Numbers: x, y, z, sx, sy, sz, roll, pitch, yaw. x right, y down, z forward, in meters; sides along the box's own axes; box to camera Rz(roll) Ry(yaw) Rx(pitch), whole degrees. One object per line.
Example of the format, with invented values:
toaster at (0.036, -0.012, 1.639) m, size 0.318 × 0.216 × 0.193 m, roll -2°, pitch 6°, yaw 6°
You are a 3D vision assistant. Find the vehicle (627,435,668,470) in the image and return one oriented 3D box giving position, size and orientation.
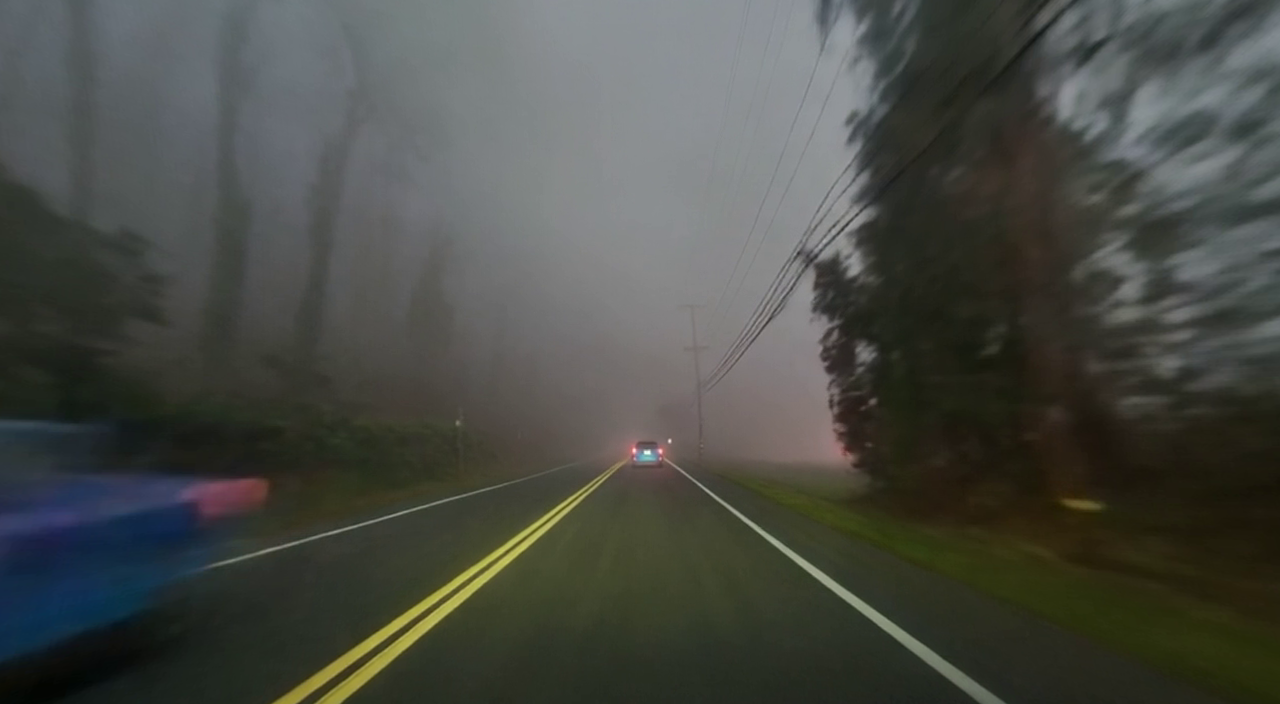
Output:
vehicle at (0.462, 6.385, 40.100) m, size 2.468 × 2.056 × 4.422 m, roll 0°, pitch -9°, yaw 0°
